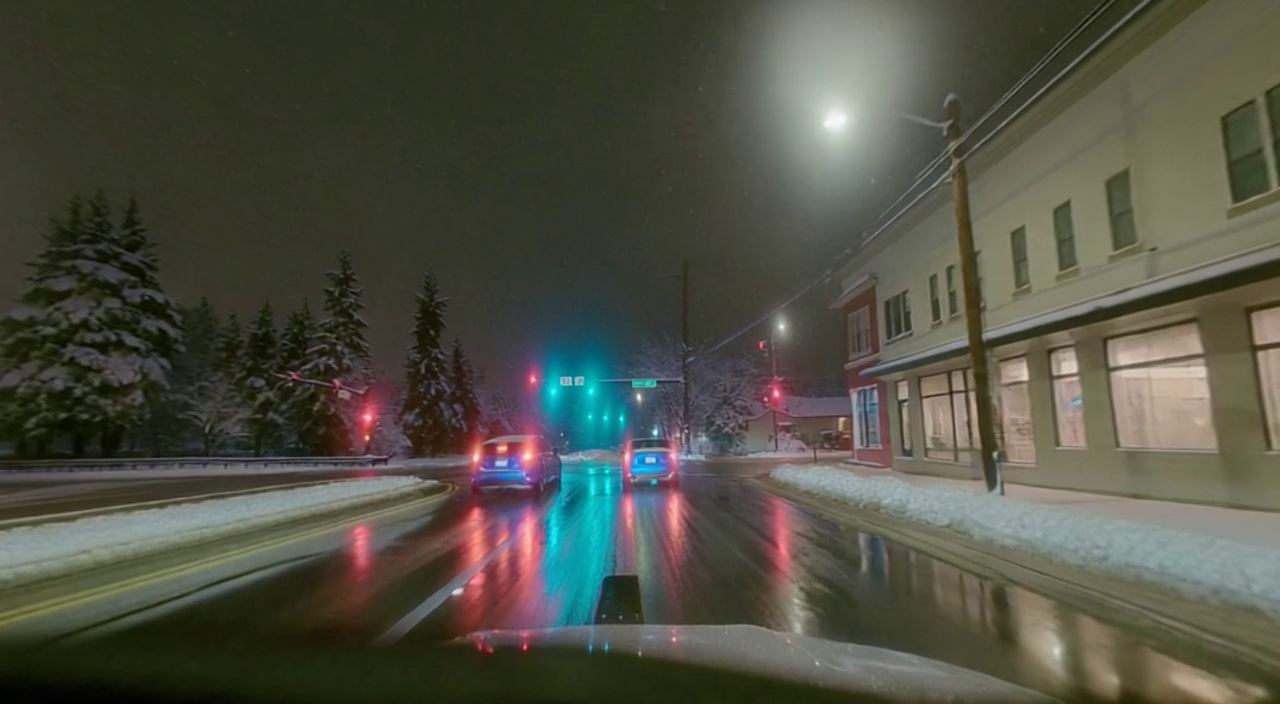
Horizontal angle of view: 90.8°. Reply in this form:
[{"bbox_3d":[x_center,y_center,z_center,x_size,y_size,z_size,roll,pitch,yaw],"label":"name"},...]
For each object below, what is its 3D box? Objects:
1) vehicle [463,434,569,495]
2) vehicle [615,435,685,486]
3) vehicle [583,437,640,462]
[{"bbox_3d":[-3.282,3.097,17.748,2.032,1.467,4.411,0,-8,1],"label":"vehicle"},{"bbox_3d":[0.276,3.475,20.566,2.059,1.456,4.047,0,-8,0],"label":"vehicle"},{"bbox_3d":[-1.977,6.949,45.085,1.966,1.689,4.541,-5,-10,28],"label":"vehicle"}]
